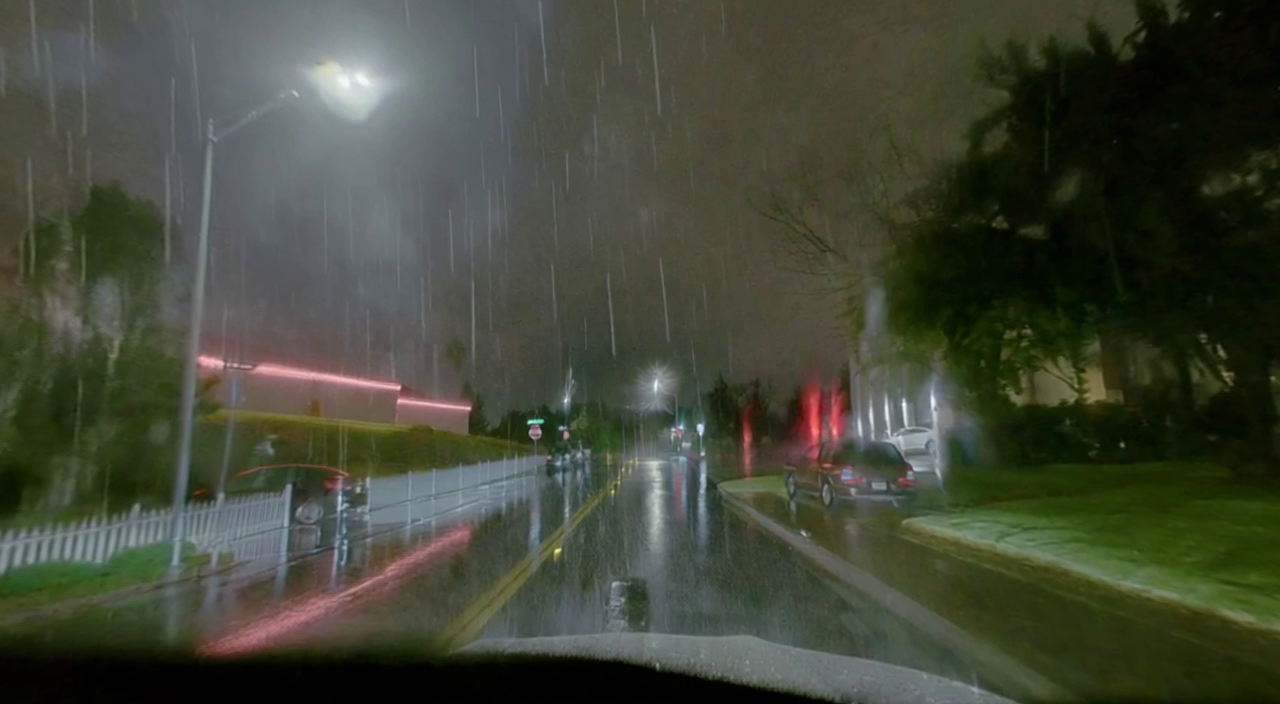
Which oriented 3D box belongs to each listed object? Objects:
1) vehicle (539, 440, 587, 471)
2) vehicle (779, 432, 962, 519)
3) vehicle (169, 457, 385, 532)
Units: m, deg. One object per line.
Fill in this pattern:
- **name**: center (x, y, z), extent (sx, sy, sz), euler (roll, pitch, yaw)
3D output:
- **vehicle**: center (-5.378, 7.299, 44.965), extent (2.308, 1.899, 6.107), euler (-2, -7, 4)
- **vehicle**: center (4.616, 2.547, 13.656), extent (2.109, 1.500, 5.070), euler (0, -8, 1)
- **vehicle**: center (-8.638, 3.409, 15.327), extent (4.063, 1.483, 1.939), euler (-2, -8, -1)
